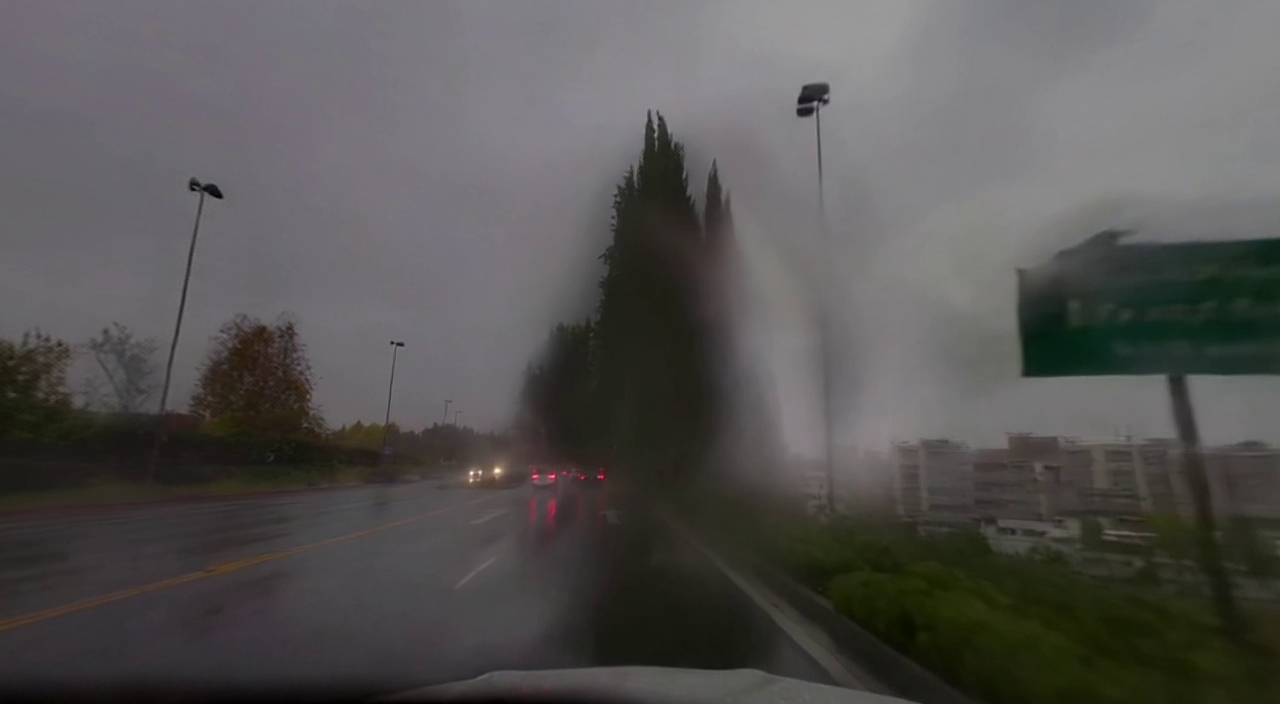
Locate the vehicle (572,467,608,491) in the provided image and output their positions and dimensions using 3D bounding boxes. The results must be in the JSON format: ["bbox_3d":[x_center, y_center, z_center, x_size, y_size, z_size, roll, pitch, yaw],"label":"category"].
[{"bbox_3d":[-3.477,8.602,42.858,2.129,1.471,4.258,2,-10,-8],"label":"vehicle"}]
